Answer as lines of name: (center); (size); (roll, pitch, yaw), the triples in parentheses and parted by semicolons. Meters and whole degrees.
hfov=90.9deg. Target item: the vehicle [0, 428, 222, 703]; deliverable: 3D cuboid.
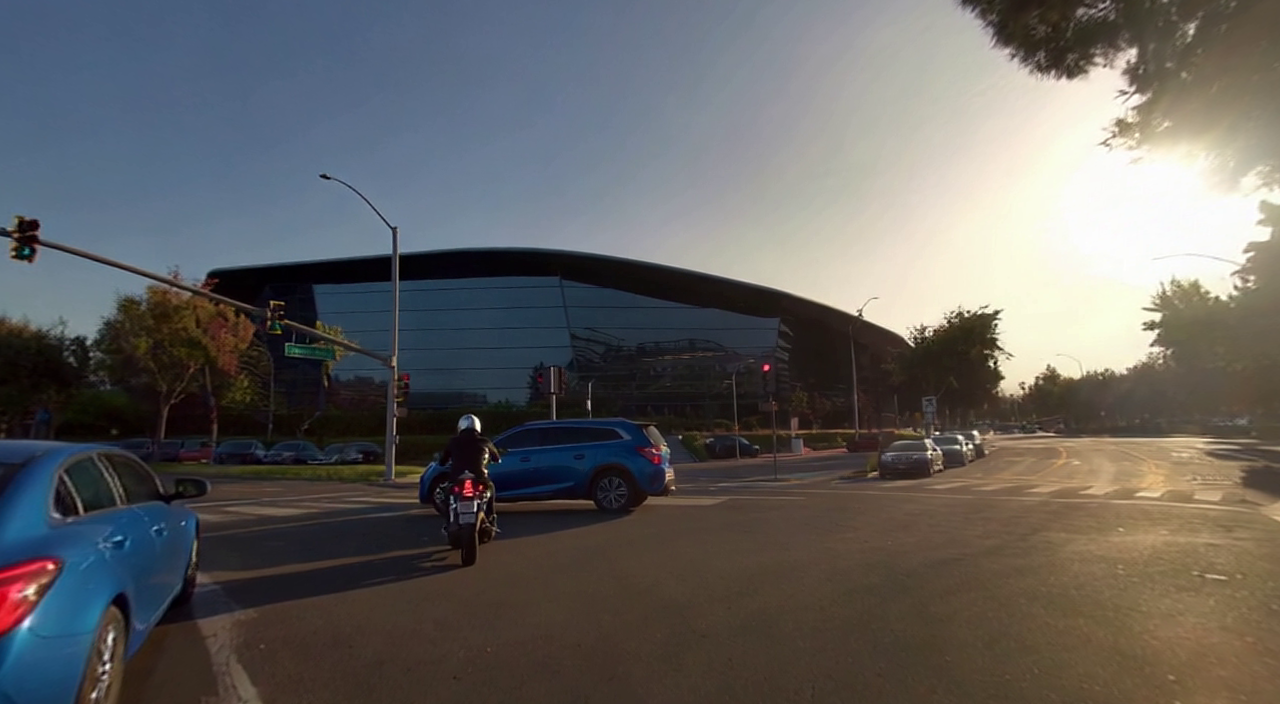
vehicle: (-4.229, 1.295, 4.279); (2.009, 1.450, 4.182); (6, -10, -36)

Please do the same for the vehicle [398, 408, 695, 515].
vehicle: (-1.980, 2.293, 13.660); (5.833, 1.960, 2.341); (2, -9, -16)

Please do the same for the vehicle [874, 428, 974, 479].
vehicle: (10.458, 3.651, 23.045); (2.084, 1.656, 4.583); (-7, -11, 39)

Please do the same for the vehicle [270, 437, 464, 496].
vehicle: (-7.280, 3.085, 17.153); (4.401, 1.480, 1.864); (-1, -8, 3)
